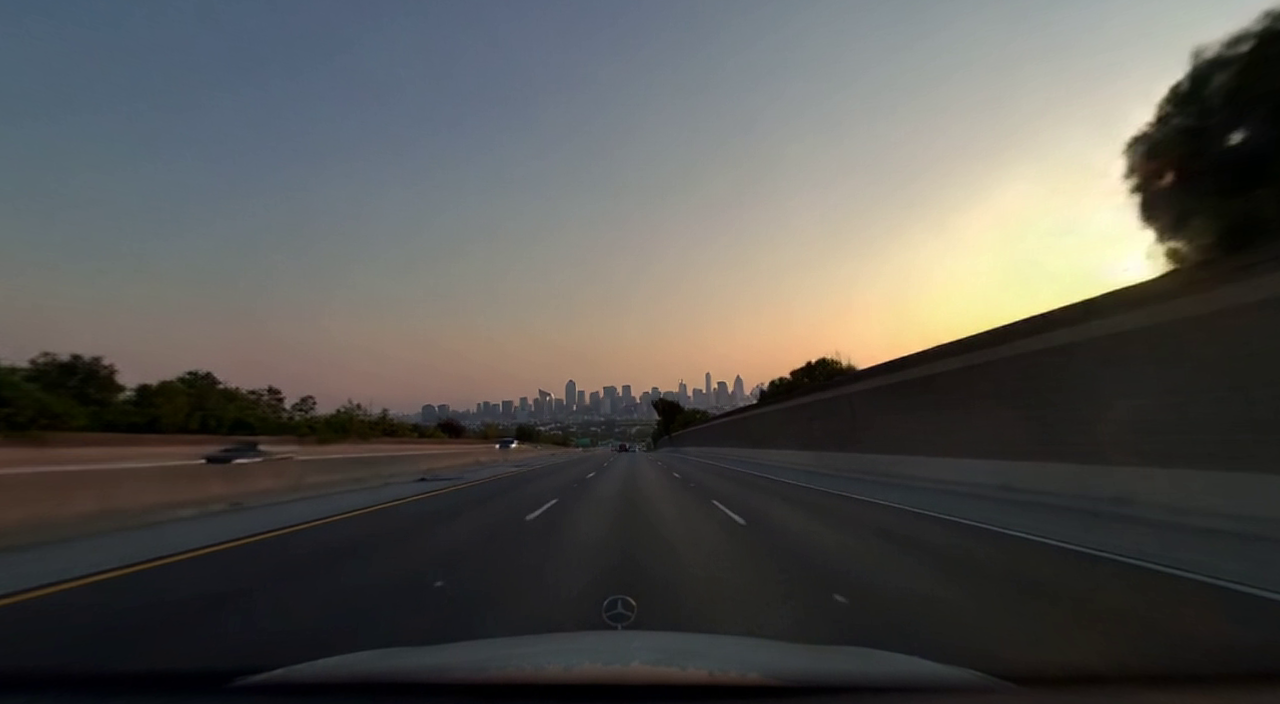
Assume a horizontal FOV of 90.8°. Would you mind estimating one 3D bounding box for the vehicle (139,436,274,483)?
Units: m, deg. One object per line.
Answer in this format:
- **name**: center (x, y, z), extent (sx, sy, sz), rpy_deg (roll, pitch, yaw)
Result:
- **vehicle**: center (-19.248, 4.776, 28.475), extent (2.133, 1.837, 5.559), rpy_deg (0, -8, 0)
